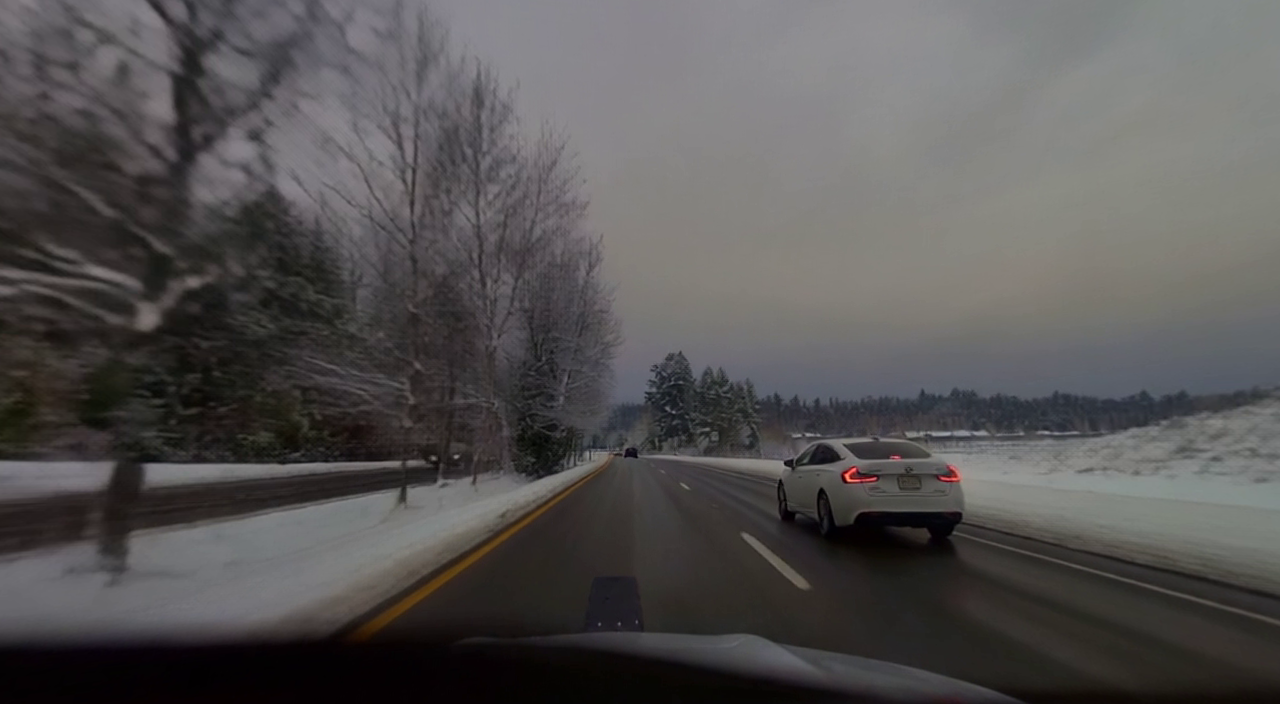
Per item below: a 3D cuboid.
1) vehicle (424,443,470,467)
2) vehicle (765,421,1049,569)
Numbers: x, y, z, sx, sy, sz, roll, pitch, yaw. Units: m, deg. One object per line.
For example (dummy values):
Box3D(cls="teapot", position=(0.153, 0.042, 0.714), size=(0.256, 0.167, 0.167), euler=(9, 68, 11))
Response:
Box3D(cls="vehicle", position=(-13.990, 7.488, 46.064), size=(1.978, 1.660, 4.462), euler=(0, -9, -1))
Box3D(cls="vehicle", position=(3.379, 1.914, 9.245), size=(2.060, 1.584, 4.592), euler=(0, -9, -1))
